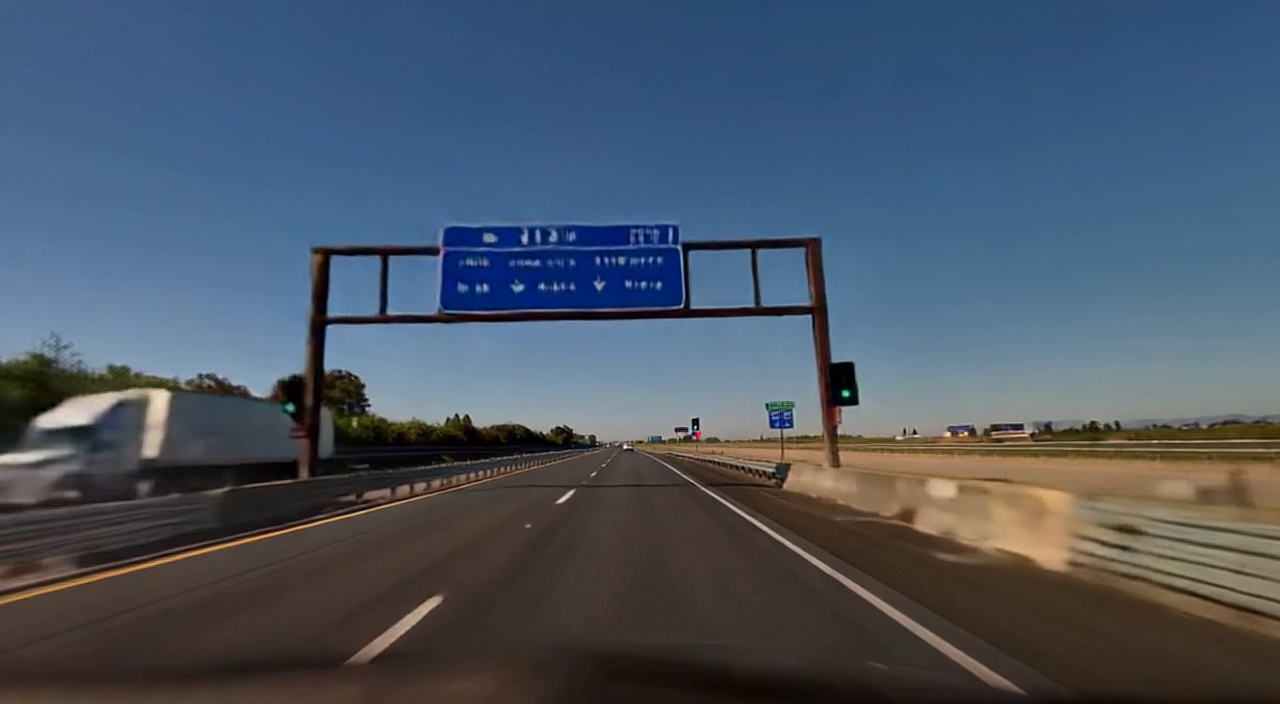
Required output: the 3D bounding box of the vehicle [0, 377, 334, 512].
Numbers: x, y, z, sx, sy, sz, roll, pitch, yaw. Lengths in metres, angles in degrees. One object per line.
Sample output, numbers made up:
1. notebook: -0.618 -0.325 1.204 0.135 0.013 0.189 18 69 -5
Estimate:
1. vehicle: -17.290 3.649 25.159 3.238 3.929 13.277 -1 -8 1
